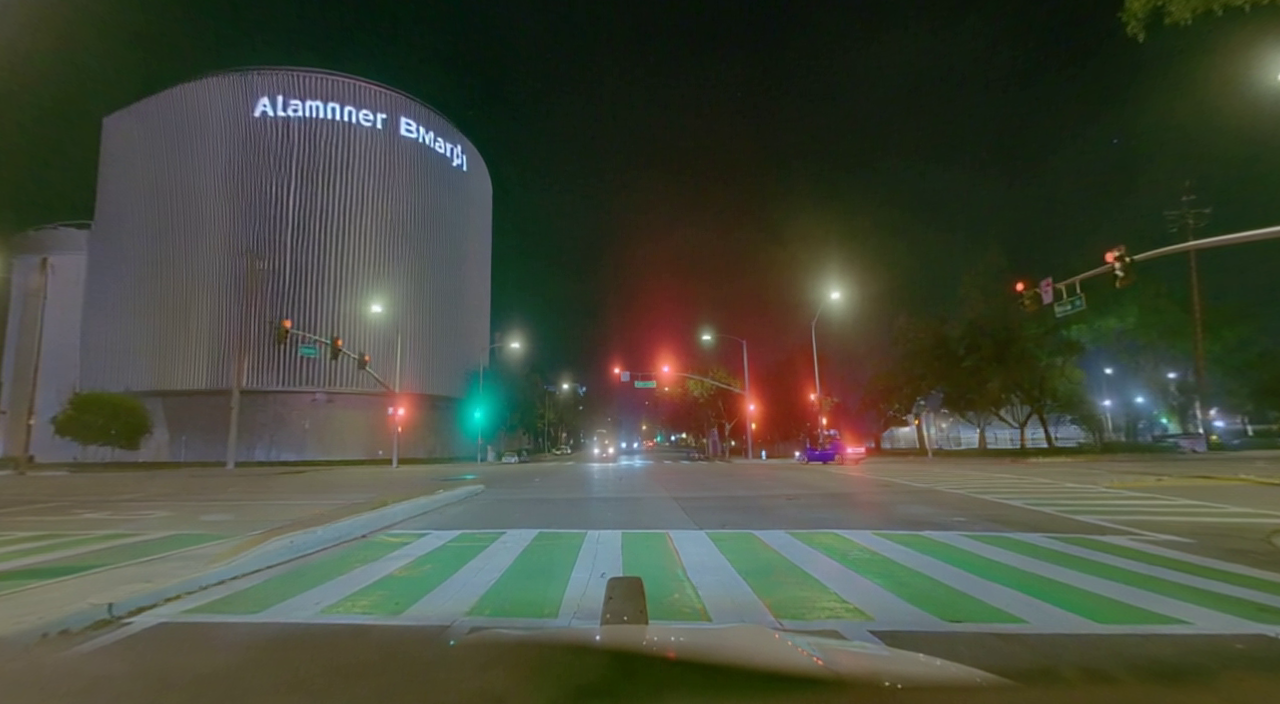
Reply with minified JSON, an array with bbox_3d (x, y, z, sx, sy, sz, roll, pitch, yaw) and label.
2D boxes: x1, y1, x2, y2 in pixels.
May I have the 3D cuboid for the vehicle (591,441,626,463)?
[{"bbox_3d":[-2.155,7.100,44.807,2.280,1.454,4.836,0,-8,0],"label":"vehicle"}]

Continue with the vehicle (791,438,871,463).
[{"bbox_3d":[11.882,6.160,39.501,4.529,1.457,1.981,-1,-9,9],"label":"vehicle"}]

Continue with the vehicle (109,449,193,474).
[{"bbox_3d":[-33.092,7.407,42.742,4.136,1.661,1.857,0,-8,1],"label":"vehicle"}]

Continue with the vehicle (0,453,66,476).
[{"bbox_3d":[-41.657,7.632,42.747,3.698,1.467,1.779,0,-8,1],"label":"vehicle"}]

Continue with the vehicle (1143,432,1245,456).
[{"bbox_3d":[36.132,6.015,41.207,4.767,1.456,1.858,-1,-8,3],"label":"vehicle"}]
